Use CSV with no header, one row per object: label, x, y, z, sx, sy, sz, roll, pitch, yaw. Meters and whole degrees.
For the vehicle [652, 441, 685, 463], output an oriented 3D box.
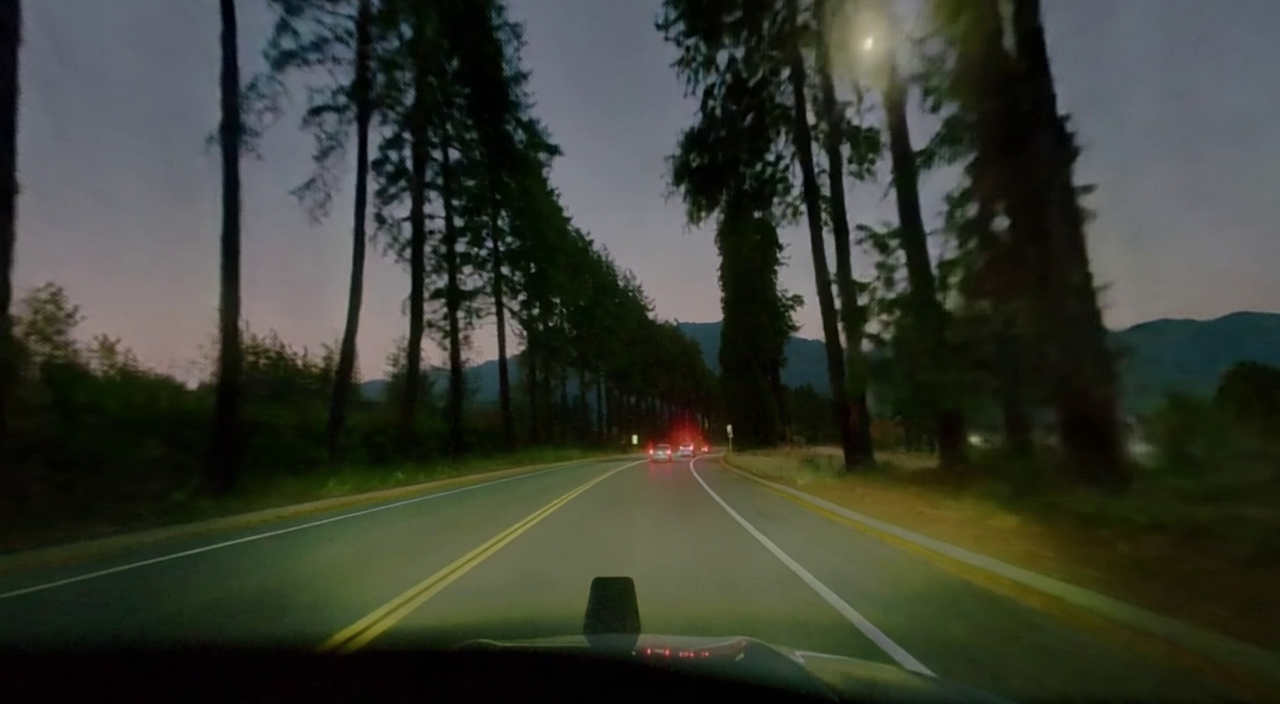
vehicle,2.005,6.800,43.122,2.071,1.474,4.047,-1,-8,5
